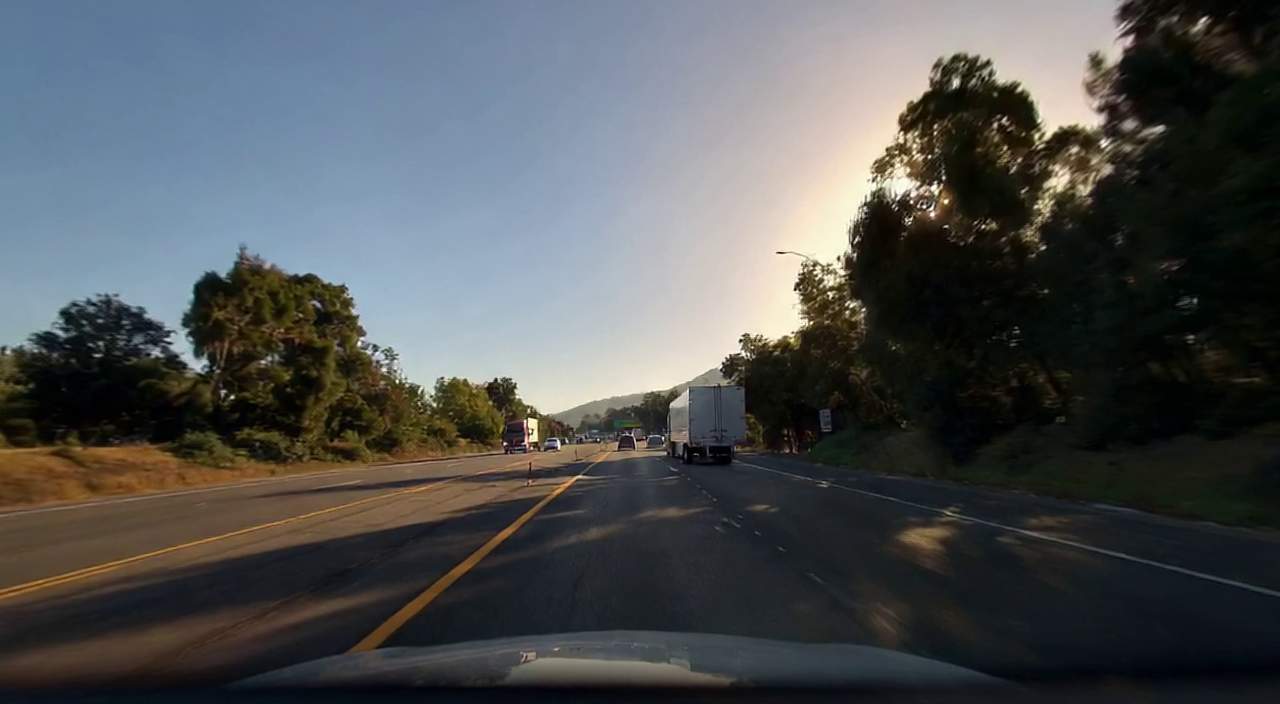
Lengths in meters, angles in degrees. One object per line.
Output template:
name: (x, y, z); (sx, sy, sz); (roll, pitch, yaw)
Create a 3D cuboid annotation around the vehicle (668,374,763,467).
vehicle: (3.567, 3.877, 34.057); (3.038, 3.975, 13.887); (0, -8, -2)
